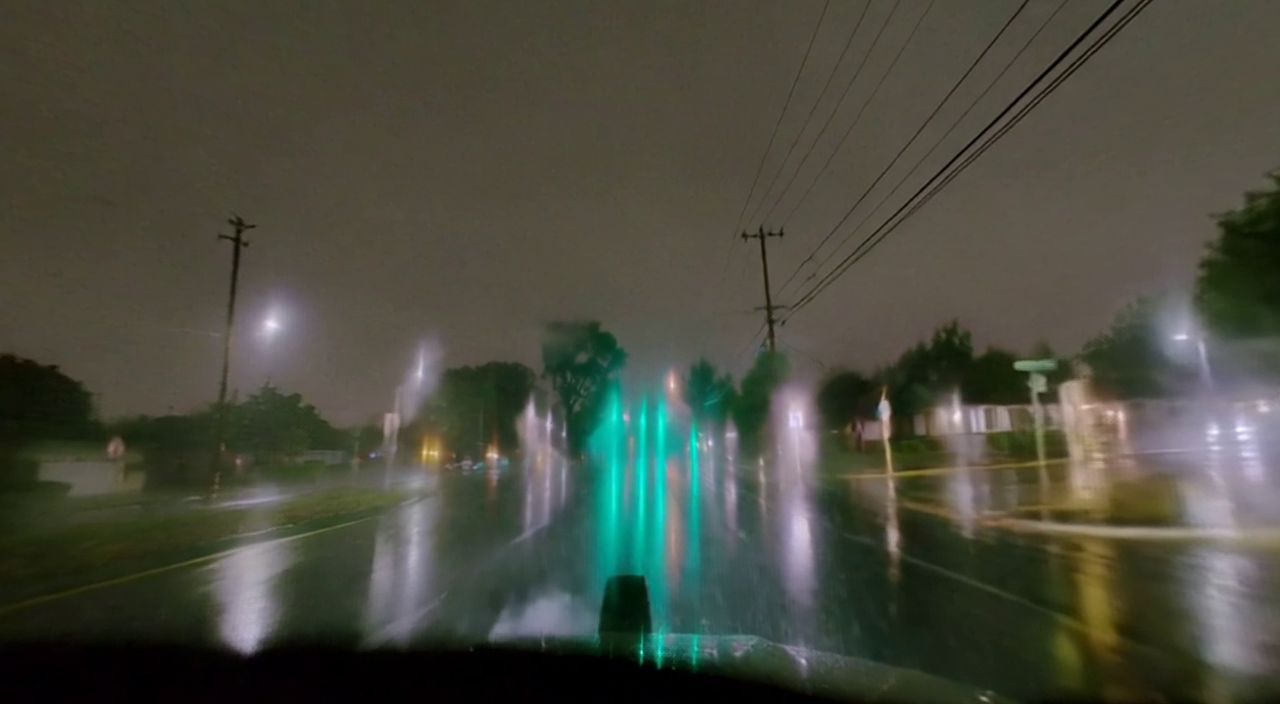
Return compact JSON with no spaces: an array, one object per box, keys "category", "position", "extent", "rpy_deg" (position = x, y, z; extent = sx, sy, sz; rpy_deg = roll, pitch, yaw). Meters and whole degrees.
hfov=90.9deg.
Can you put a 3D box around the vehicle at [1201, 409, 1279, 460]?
[{"category":"vehicle","position":[26.610,3.493,26.431],"extent":[2.009,2.044,4.571],"rpy_deg":[0,-9,3]}]
